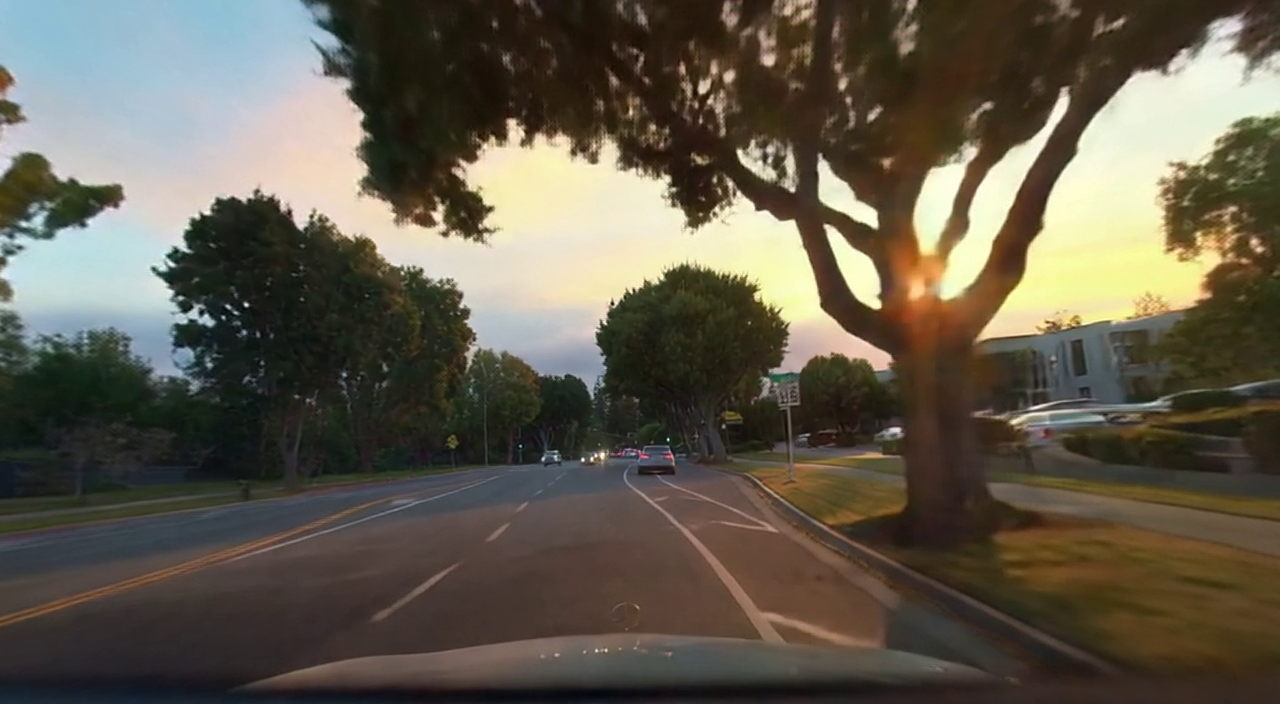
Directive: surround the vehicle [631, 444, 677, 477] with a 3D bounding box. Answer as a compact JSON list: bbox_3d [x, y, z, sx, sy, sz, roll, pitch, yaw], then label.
[{"bbox_3d":[0.687,5.293,31.186,2.111,1.466,4.223,-1,-8,2],"label":"vehicle"}]
